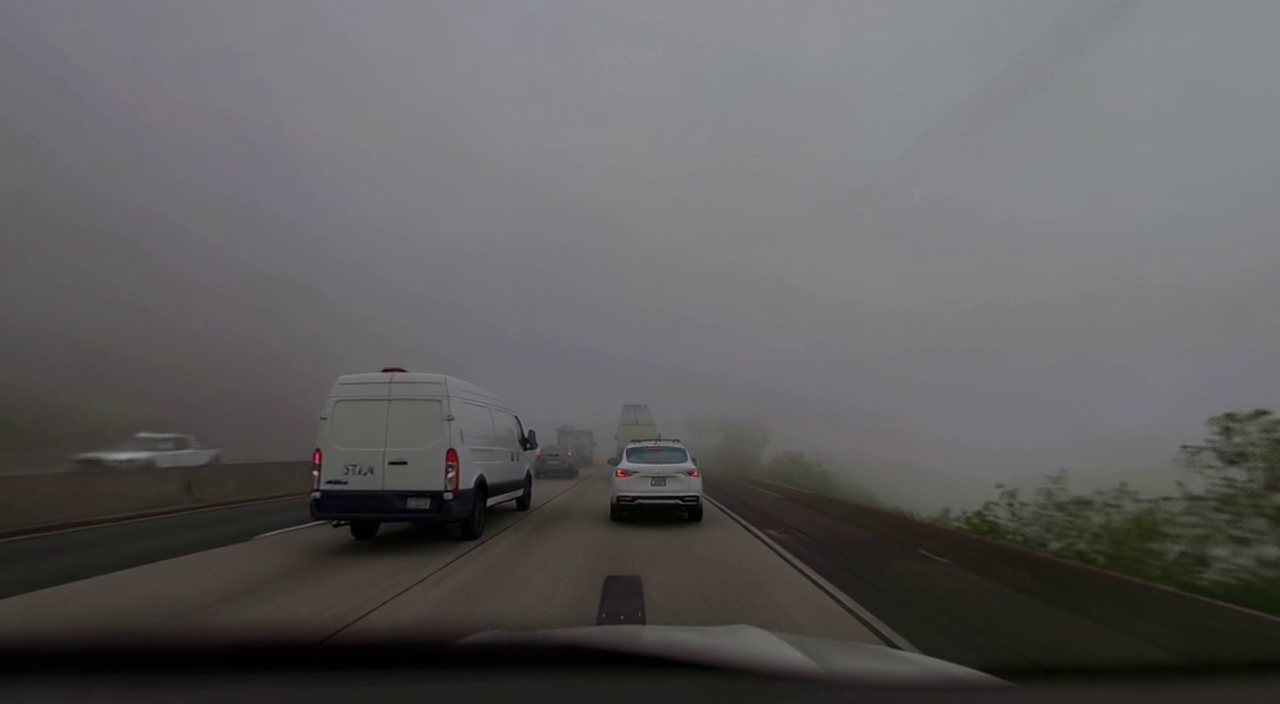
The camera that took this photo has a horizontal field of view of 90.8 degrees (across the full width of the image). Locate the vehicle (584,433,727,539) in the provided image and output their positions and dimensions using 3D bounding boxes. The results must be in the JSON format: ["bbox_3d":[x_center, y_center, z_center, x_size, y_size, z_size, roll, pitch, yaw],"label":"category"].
[{"bbox_3d":[0.213,2.219,10.959,2.063,1.507,3.488,0,-9,0],"label":"vehicle"}]

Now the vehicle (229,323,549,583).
[{"bbox_3d":[-3.119,1.549,10.099,2.289,2.757,6.726,0,-9,0],"label":"vehicle"}]
